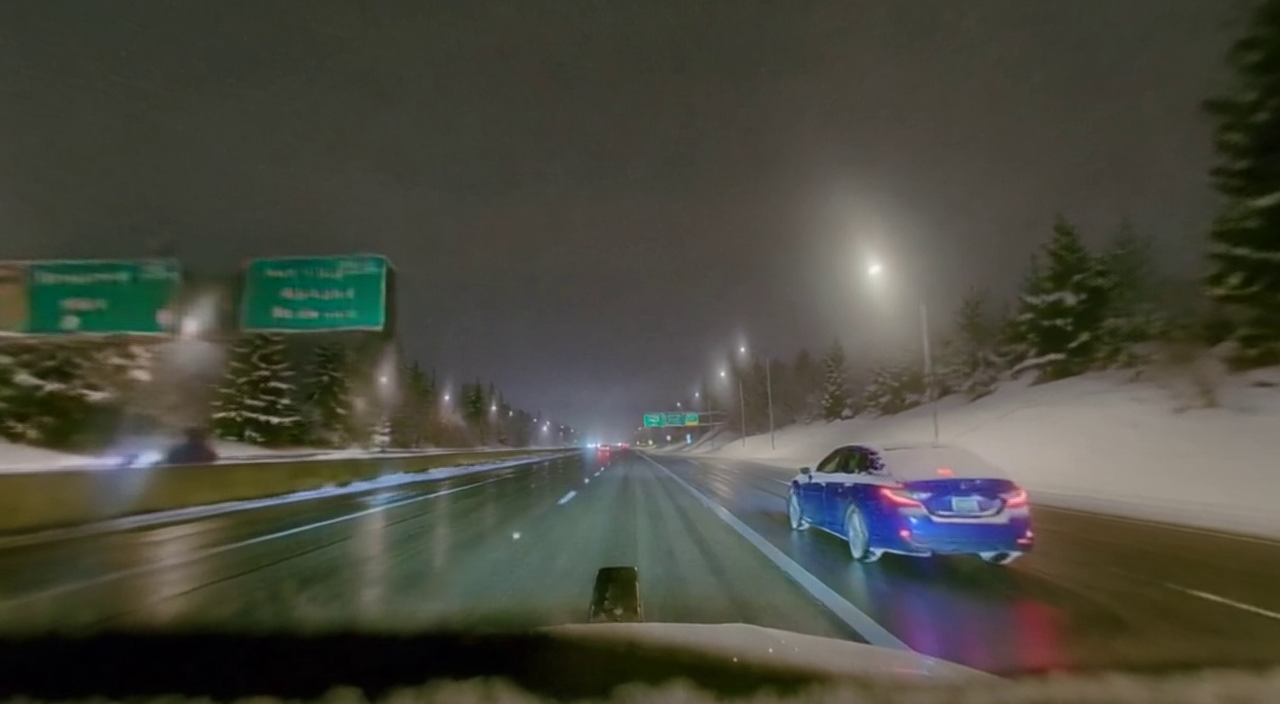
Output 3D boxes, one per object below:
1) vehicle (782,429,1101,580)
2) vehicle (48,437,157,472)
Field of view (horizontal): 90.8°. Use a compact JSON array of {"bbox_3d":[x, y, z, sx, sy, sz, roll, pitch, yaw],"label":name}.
[{"bbox_3d":[3.554,1.875,8.699,1.989,1.479,4.670,0,-9,-1],"label":"vehicle"},{"bbox_3d":[-26.918,5.118,31.850,1.770,1.589,4.181,0,-8,0],"label":"vehicle"}]
